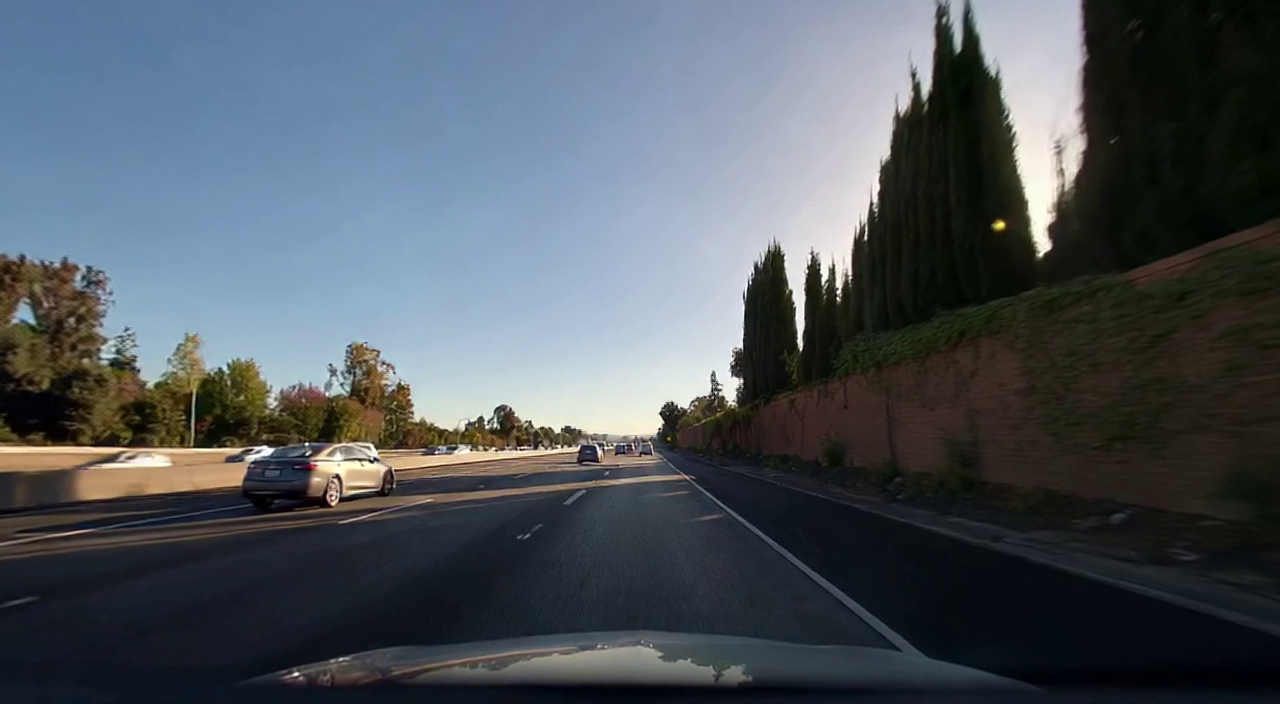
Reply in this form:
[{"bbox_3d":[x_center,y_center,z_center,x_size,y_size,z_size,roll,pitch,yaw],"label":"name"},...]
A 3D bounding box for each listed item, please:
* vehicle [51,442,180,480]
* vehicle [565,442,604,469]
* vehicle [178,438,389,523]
[{"bbox_3d":[-24.654,5.106,29.792,1.975,1.615,4.767,0,-8,1],"label":"vehicle"},{"bbox_3d":[-3.546,6.718,41.018,2.036,1.636,4.511,0,-8,1],"label":"vehicle"},{"bbox_3d":[-7.228,2.608,13.367,1.942,1.502,4.216,0,-8,1],"label":"vehicle"}]
